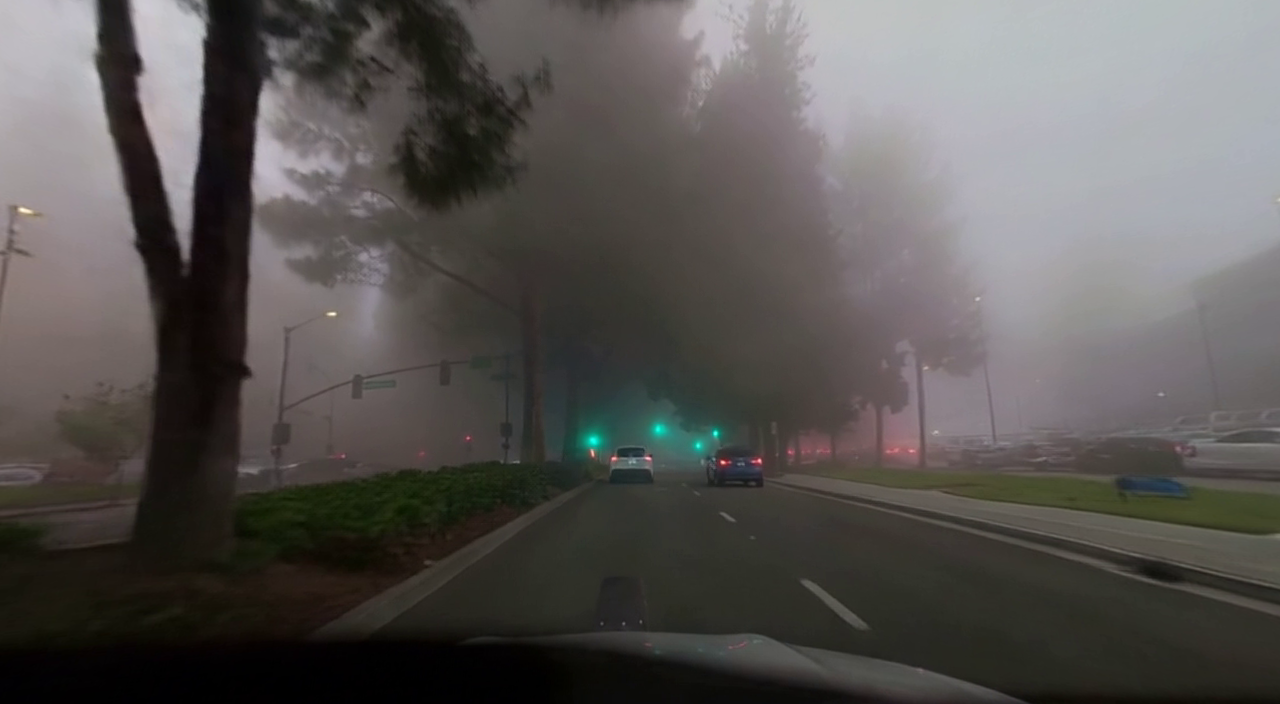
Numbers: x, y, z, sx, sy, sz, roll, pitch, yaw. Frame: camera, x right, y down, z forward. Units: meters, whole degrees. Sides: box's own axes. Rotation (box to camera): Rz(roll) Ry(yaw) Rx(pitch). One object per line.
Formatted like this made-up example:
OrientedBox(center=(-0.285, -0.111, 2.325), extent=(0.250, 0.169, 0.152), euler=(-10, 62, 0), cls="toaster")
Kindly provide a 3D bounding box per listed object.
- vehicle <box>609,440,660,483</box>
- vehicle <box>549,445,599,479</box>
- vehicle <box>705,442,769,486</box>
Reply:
OrientedBox(center=(-0.221, 4.725, 27.523), extent=(2.022, 1.700, 4.084), euler=(0, -8, 0), cls="vehicle")
OrientedBox(center=(-3.490, 5.901, 34.216), extent=(2.047, 1.710, 4.314), euler=(0, -8, 2), cls="vehicle")
OrientedBox(center=(3.740, 4.370, 24.969), extent=(1.847, 1.554, 4.052), euler=(0, -8, -1), cls="vehicle")
